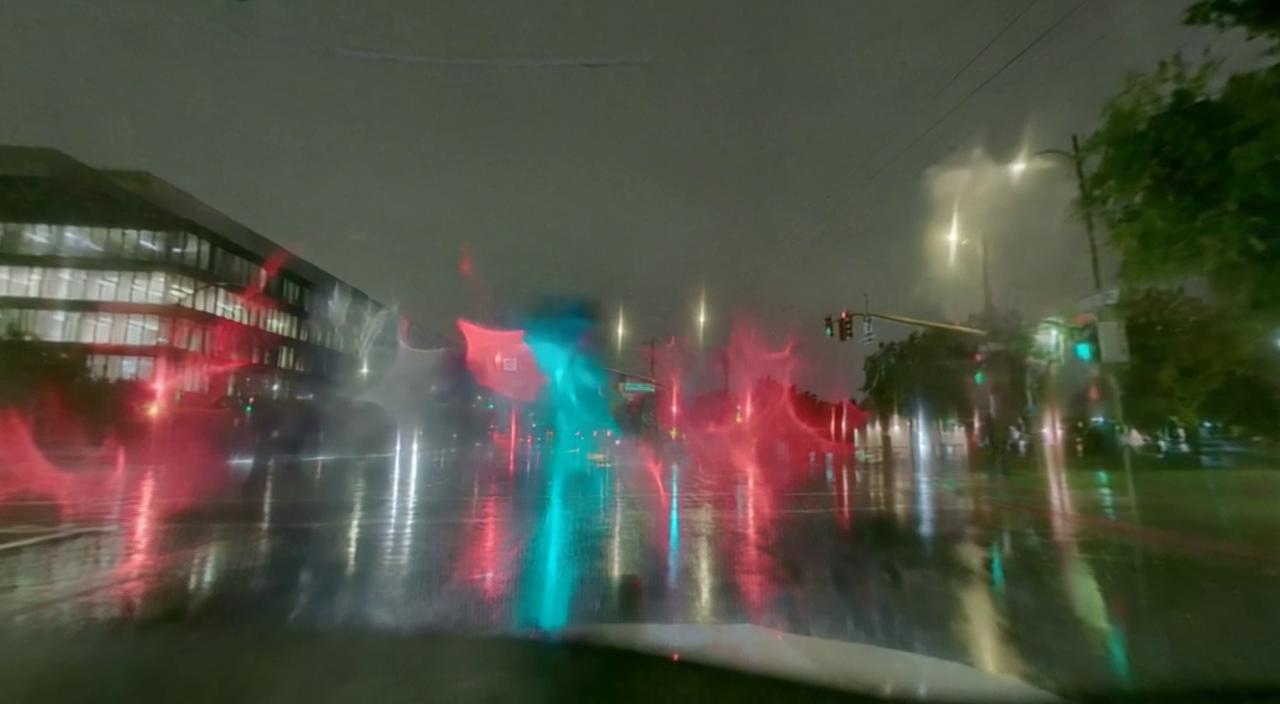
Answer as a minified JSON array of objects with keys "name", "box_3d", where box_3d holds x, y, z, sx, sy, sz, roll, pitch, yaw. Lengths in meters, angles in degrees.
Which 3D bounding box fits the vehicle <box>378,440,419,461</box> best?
[{"name":"vehicle","box_3d":[-17.912,7.303,47.075,1.969,1.464,4.485,1,-9,-10]}]
